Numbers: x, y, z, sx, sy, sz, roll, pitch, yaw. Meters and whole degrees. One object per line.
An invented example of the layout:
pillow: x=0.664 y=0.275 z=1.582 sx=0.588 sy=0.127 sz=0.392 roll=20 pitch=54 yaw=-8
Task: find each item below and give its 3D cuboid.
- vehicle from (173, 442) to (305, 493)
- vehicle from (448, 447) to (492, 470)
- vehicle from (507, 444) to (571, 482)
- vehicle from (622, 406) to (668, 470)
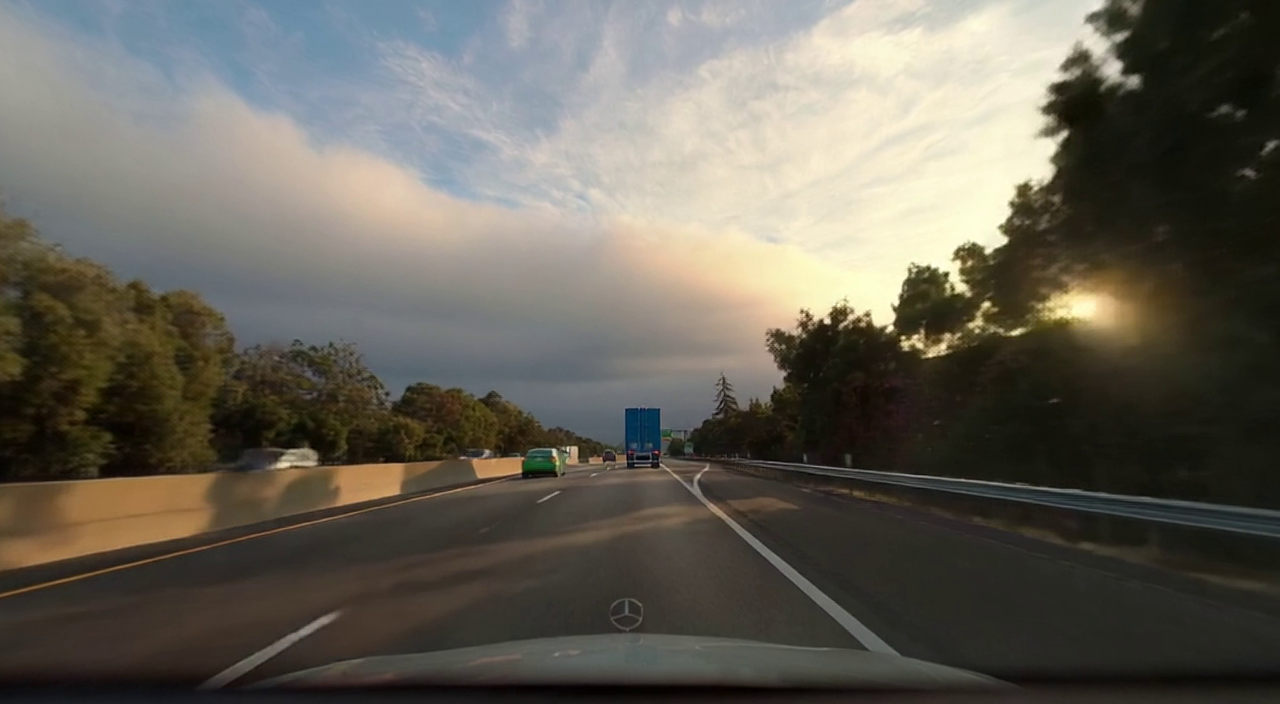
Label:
vehicle: x=-13.577 y=3.910 z=21.689 sx=1.828 sy=1.576 sz=4.143 roll=0 pitch=-9 yaw=-1
vehicle: x=-13.029 y=8.170 z=48.576 sx=1.985 sy=1.594 sz=4.906 roll=0 pitch=-9 yaw=1
vehicle: x=-4.430 y=4.965 z=28.480 sx=2.051 sy=1.538 sz=4.569 roll=0 pitch=-9 yaw=1
vehicle: x=0.350 y=6.114 z=44.375 sx=2.899 sy=3.966 sz=10.053 roll=0 pitch=-8 yaw=0
